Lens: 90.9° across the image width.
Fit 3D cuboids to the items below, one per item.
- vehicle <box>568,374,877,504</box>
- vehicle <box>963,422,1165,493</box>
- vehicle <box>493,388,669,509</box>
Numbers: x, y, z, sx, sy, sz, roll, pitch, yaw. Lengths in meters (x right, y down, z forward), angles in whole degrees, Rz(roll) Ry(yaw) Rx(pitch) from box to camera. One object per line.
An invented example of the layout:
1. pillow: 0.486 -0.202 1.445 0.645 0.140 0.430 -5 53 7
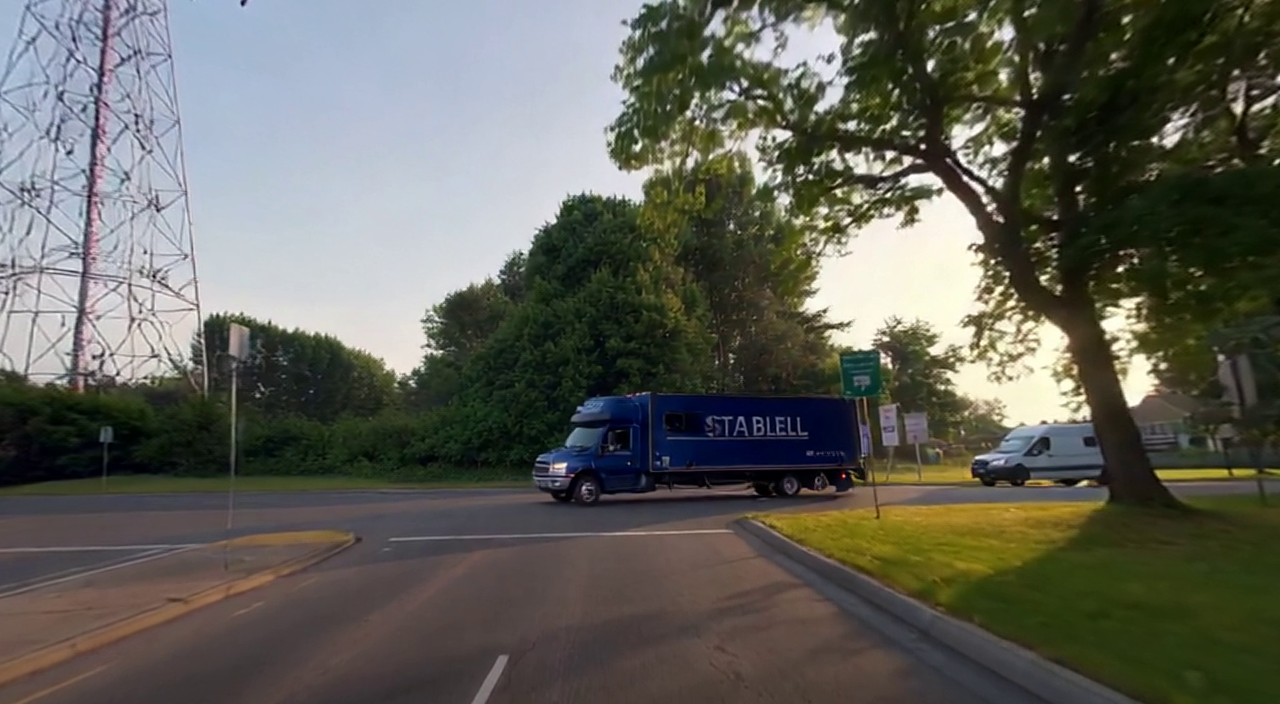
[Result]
1. vehicle: 2.775 2.854 20.651 9.765 3.622 2.740 3 -9 -21
2. vehicle: 15.520 3.866 23.298 5.923 2.424 2.247 0 -9 -6
3. vehicle: -1.830 2.856 18.821 4.552 3.175 2.847 3 -10 -22
